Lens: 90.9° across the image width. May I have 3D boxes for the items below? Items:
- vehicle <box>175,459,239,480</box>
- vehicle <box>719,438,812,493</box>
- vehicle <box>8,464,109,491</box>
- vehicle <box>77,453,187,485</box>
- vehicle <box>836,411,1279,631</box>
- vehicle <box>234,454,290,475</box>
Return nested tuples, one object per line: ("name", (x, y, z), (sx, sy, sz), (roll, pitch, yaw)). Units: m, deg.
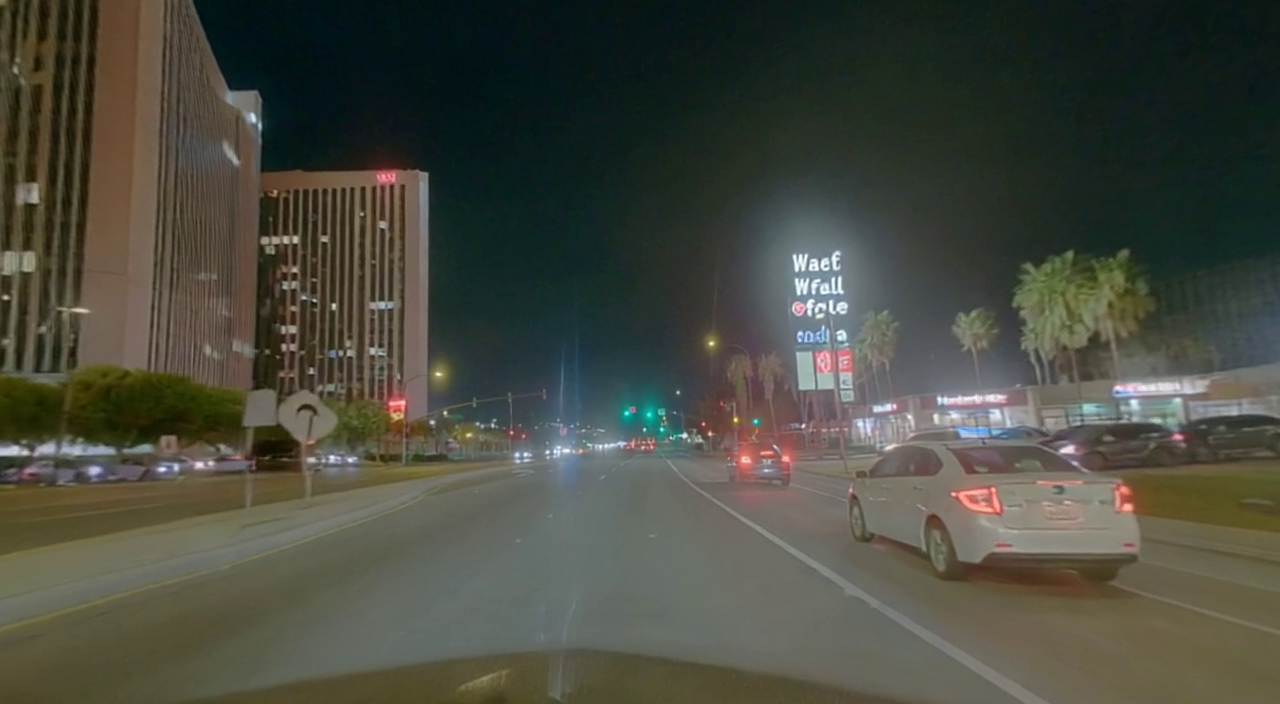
("vehicle", (-31.285, 8.480, 45.649), (1.703, 1.328, 4.065), (-1, -8, 1))
("vehicle", (3.708, 3.431, 19.536), (1.870, 1.467, 4.800), (0, -8, 0))
("vehicle", (-33.352, 7.181, 36.206), (4.252, 1.419, 1.997), (-2, -8, 10))
("vehicle", (-31.894, 7.354, 39.693), (4.978, 1.873, 2.164), (0, -8, -1))
("vehicle", (3.677, 1.496, 6.600), (1.931, 1.534, 4.126), (-1, -8, 0))
("vehicle", (-29.363, 8.731, 49.079), (1.966, 1.430, 4.309), (0, -8, -4))
